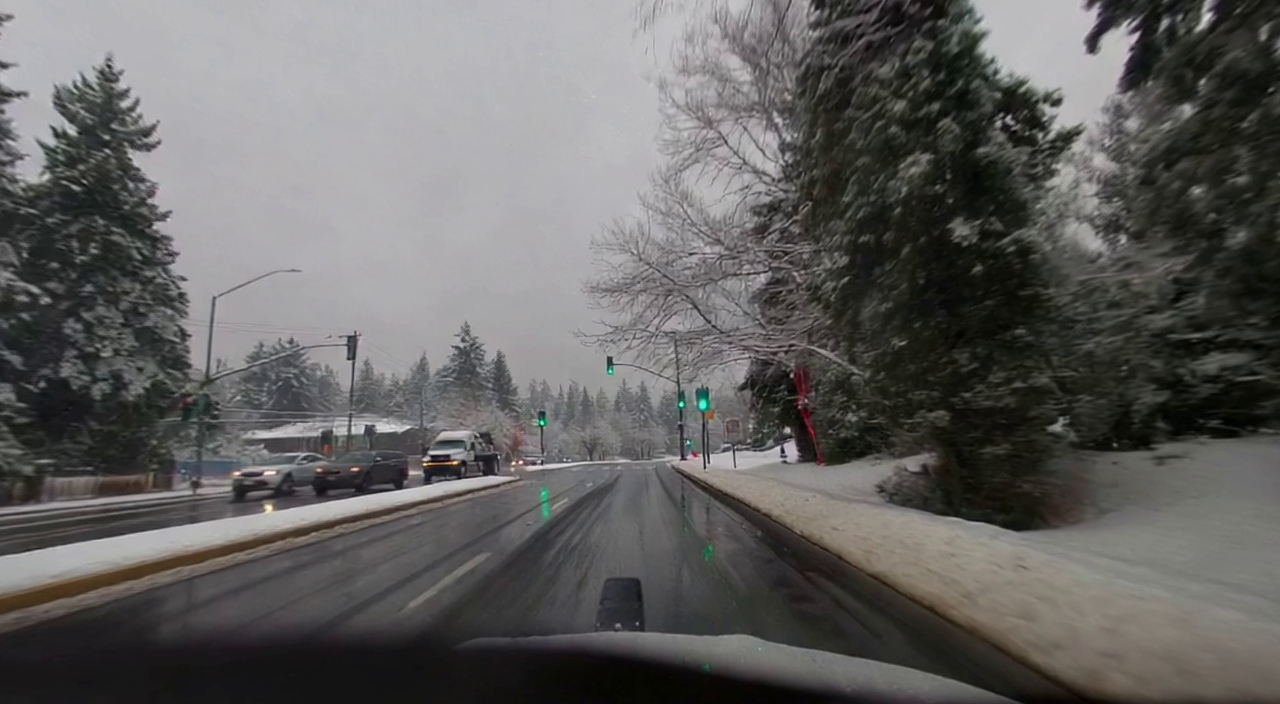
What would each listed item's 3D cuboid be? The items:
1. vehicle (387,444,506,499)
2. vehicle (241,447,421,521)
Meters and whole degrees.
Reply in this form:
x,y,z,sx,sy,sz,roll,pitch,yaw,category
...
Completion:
x,y,z,sx,sy,sz,roll,pitch,yaw,category
-7.010,4.389,23.919,2.308,1.755,6.571,0,-8,2,vehicle
-7.192,3.075,15.358,1.968,1.485,4.558,0,-8,2,vehicle
